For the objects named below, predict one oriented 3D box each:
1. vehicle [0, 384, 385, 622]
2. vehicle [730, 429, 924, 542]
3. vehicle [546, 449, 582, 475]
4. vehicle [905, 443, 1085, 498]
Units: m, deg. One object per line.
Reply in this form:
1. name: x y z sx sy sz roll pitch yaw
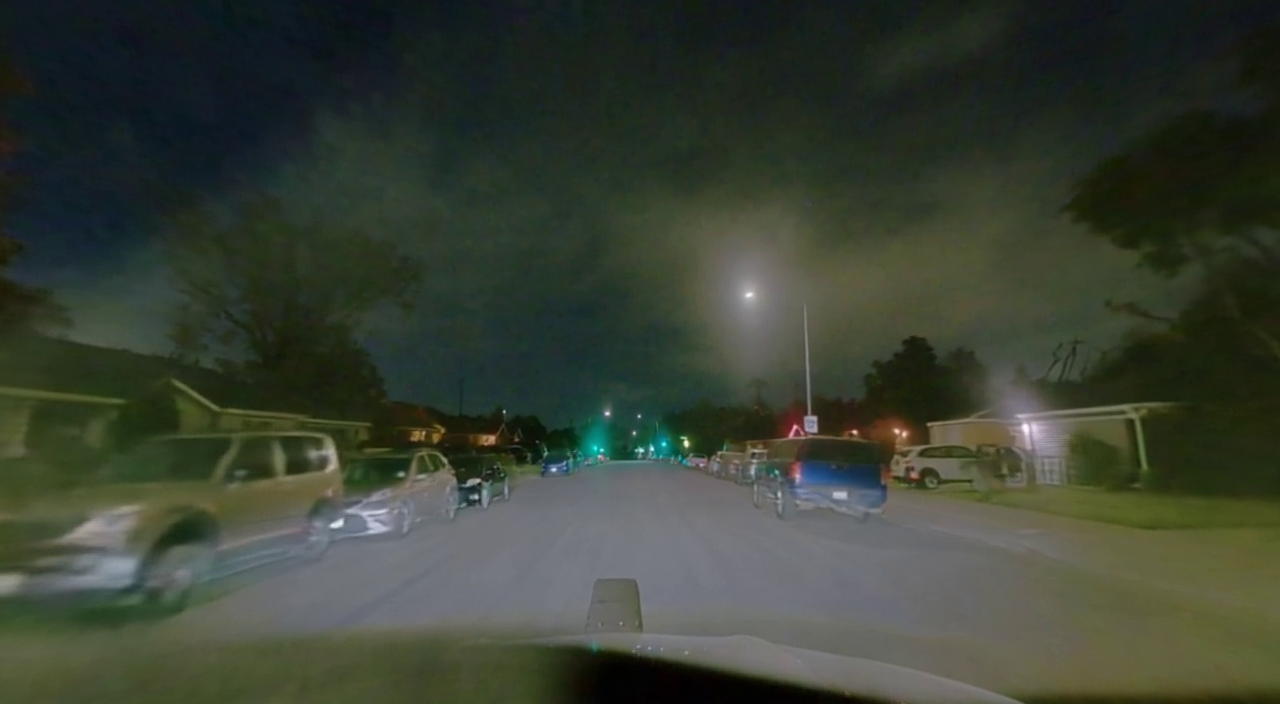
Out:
1. vehicle: -4.812 1.515 7.109 2.035 1.822 4.348 0 -10 0
2. vehicle: 3.718 2.767 14.069 2.415 1.963 5.688 0 -8 -2
3. vehicle: -4.927 7.165 41.263 1.983 1.579 3.879 1 -9 -2
4. vehicle: 10.540 3.534 18.992 4.244 1.479 1.969 1 -9 -2
